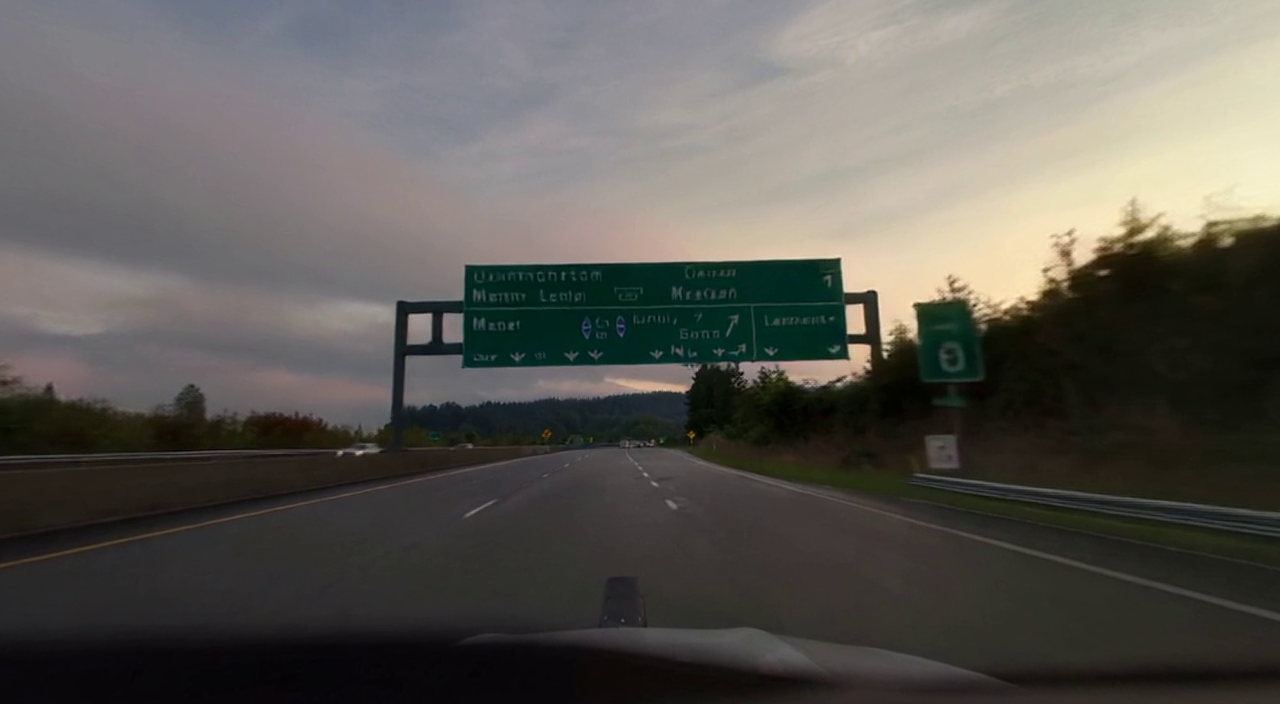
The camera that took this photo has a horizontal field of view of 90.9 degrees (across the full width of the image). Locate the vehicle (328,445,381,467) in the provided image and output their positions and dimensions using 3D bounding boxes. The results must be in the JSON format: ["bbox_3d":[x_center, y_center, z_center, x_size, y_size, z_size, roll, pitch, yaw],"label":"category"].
[{"bbox_3d":[-21.617,7.879,47.980,2.015,1.595,4.727,0,-9,-3],"label":"vehicle"}]
